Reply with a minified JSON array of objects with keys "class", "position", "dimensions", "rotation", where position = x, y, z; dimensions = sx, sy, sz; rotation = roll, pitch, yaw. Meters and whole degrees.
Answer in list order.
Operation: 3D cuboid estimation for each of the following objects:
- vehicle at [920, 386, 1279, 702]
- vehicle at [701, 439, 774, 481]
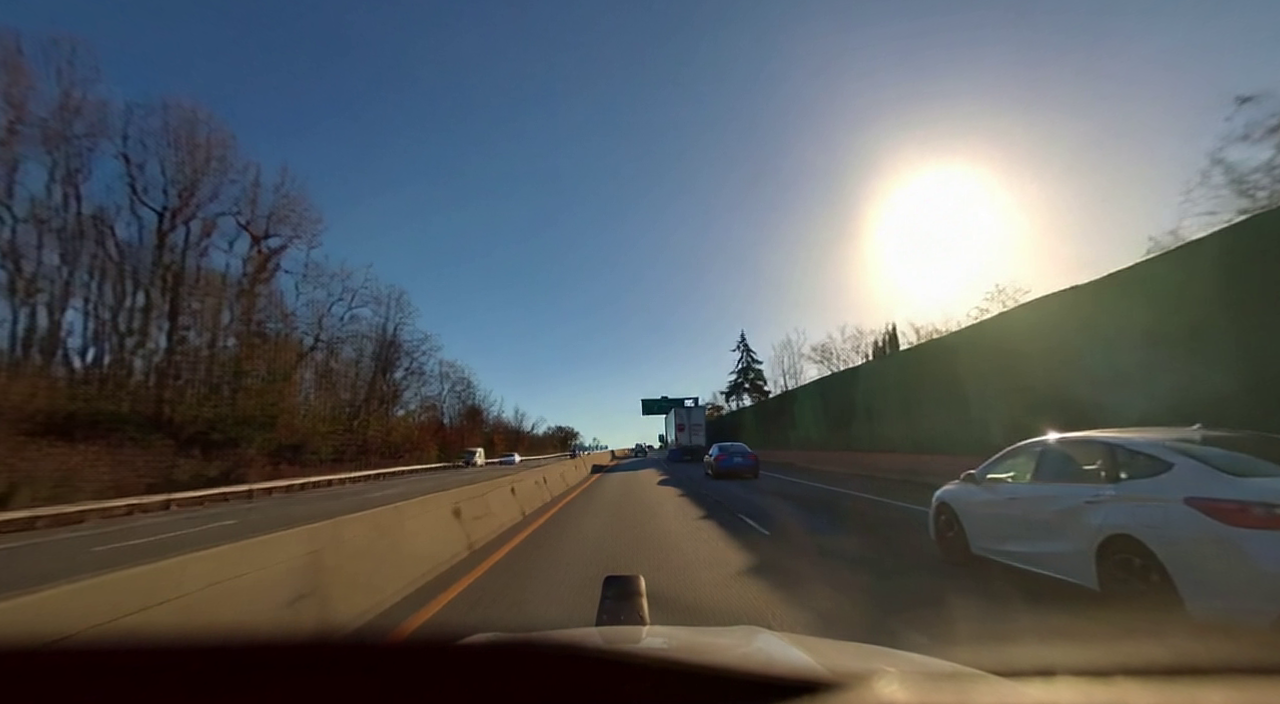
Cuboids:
[{"class":"vehicle","position":[4.057,1.178,4.703],"dimensions":[1.940,1.539,4.005],"rotation":[1,-8,-2]},{"class":"vehicle","position":[3.666,4.136,24.490],"dimensions":[2.000,1.473,4.440],"rotation":[1,-8,-2]}]
